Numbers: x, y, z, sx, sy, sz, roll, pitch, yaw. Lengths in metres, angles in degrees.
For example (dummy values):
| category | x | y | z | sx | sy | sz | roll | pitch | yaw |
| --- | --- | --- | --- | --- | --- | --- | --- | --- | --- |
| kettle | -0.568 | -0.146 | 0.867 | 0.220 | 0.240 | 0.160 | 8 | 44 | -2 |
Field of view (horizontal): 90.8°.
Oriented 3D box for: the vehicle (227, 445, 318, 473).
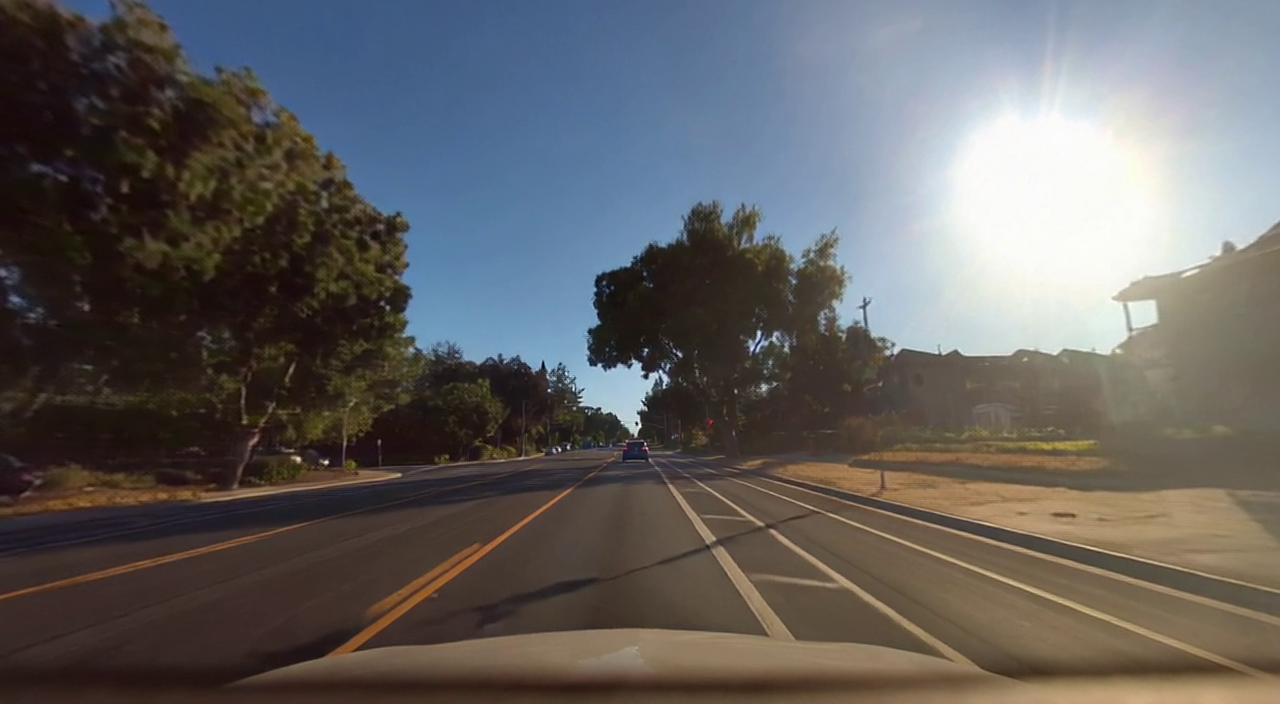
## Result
| category | x | y | z | sx | sy | sz | roll | pitch | yaw |
| --- | --- | --- | --- | --- | --- | --- | --- | --- | --- |
| vehicle | -22.121 | 6.420 | 38.103 | 4.241 | 1.601 | 1.970 | 0 | -8 | 1 |

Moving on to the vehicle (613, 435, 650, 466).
| category | x | y | z | sx | sy | sz | roll | pitch | yaw |
| --- | --- | --- | --- | --- | --- | --- | --- | --- | --- |
| vehicle | -0.529 | 6.308 | 40.583 | 2.230 | 1.827 | 4.298 | 0 | -8 | -1 |
